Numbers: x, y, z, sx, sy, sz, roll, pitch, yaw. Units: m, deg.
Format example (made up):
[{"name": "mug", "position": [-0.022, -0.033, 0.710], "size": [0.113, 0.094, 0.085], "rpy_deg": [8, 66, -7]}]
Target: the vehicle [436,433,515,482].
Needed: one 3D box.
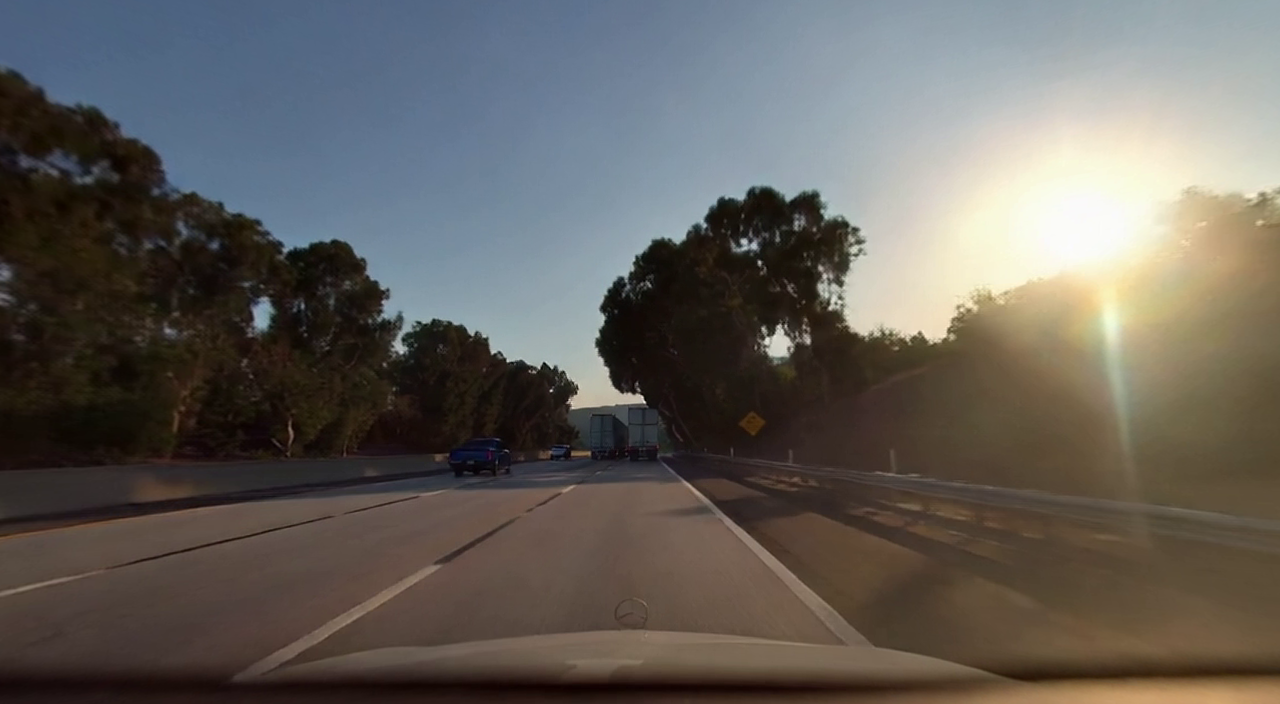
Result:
[{"name": "vehicle", "position": [-6.982, 4.505, 27.269], "size": [2.149, 1.884, 4.627], "rpy_deg": [0, -8, 0]}]

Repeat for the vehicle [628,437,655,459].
[{"name": "vehicle", "position": [0.123, 7.624, 49.994], "size": [2.072, 1.630, 4.529], "rpy_deg": [0, -8, 0]}]
